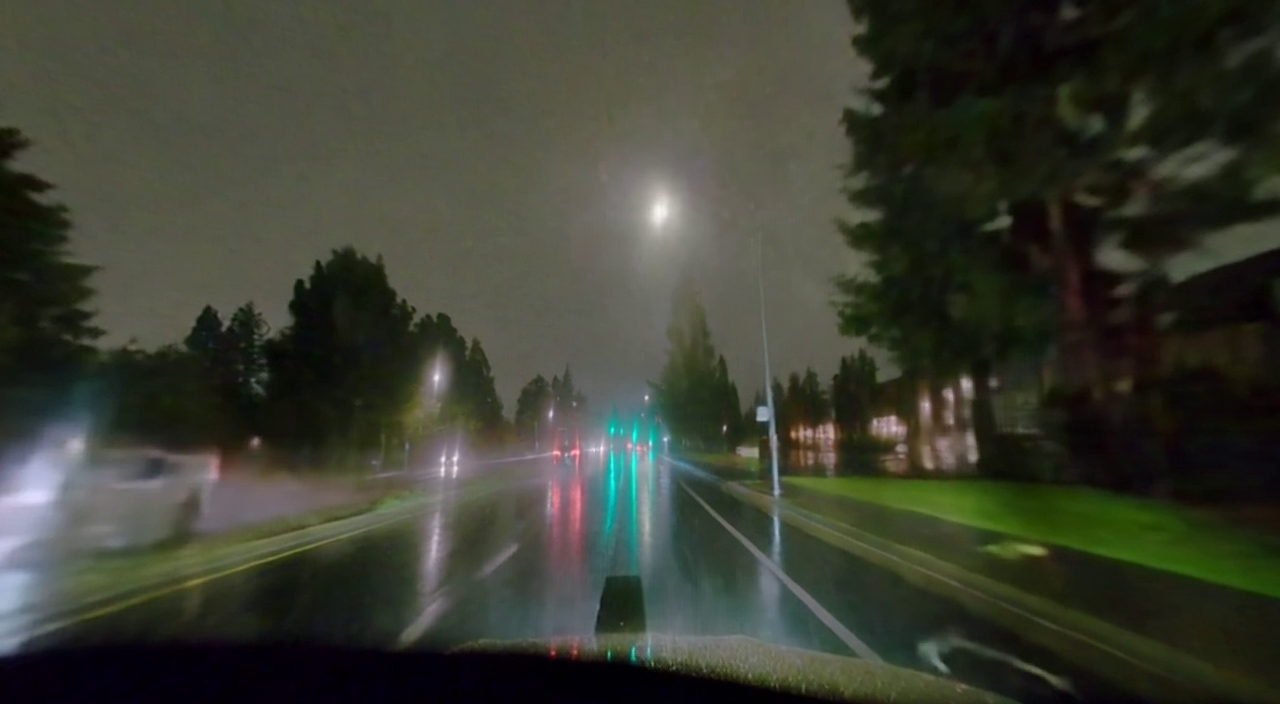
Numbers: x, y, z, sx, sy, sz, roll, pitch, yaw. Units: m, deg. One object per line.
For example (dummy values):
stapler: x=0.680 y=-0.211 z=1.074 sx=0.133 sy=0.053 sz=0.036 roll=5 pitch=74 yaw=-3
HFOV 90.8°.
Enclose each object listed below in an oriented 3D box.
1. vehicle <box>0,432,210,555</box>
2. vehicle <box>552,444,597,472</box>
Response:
vehicle: x=-10.075 y=2.272 z=10.735 sx=2.168 sy=1.703 sz=4.753 roll=0 pitch=-8 yaw=0
vehicle: x=-3.520 y=5.757 z=34.593 sx=1.992 sy=1.447 sz=4.044 roll=0 pitch=-8 yaw=0
